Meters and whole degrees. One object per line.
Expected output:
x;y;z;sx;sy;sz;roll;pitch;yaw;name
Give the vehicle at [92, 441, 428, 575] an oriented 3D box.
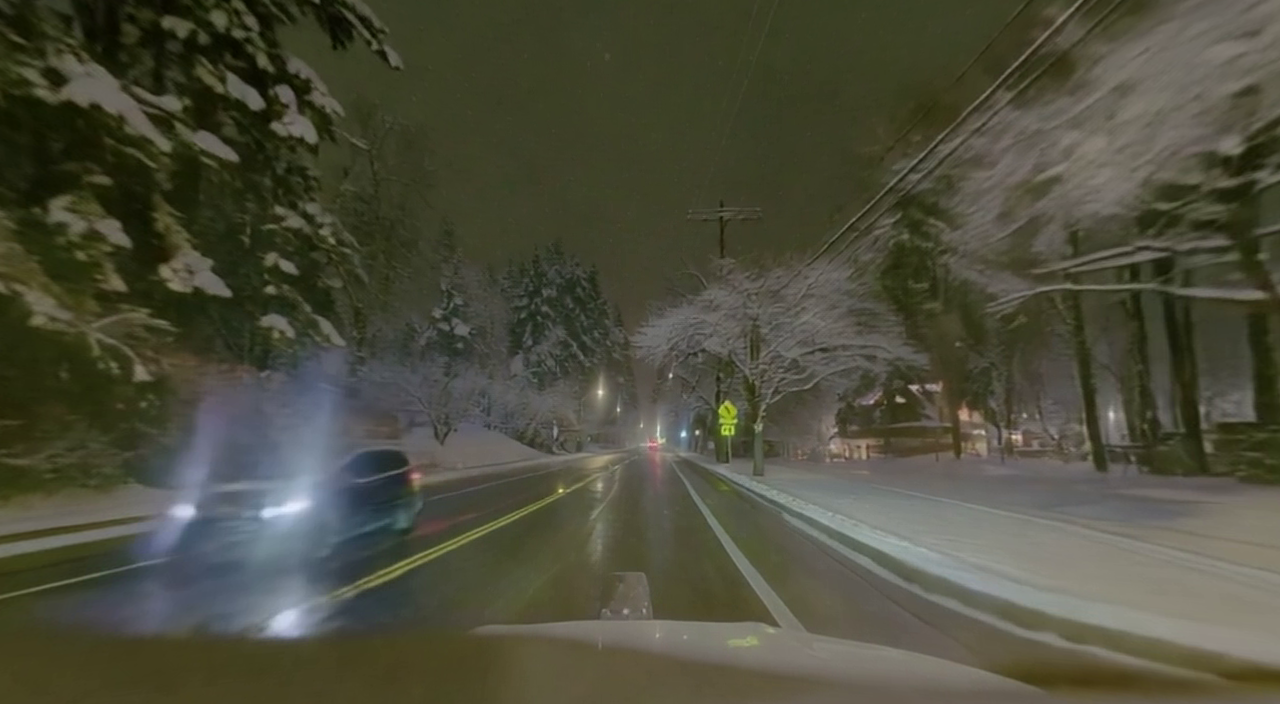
-4.657;1.919;8.597;1.923;1.366;3.965;-1;-8;4;vehicle
